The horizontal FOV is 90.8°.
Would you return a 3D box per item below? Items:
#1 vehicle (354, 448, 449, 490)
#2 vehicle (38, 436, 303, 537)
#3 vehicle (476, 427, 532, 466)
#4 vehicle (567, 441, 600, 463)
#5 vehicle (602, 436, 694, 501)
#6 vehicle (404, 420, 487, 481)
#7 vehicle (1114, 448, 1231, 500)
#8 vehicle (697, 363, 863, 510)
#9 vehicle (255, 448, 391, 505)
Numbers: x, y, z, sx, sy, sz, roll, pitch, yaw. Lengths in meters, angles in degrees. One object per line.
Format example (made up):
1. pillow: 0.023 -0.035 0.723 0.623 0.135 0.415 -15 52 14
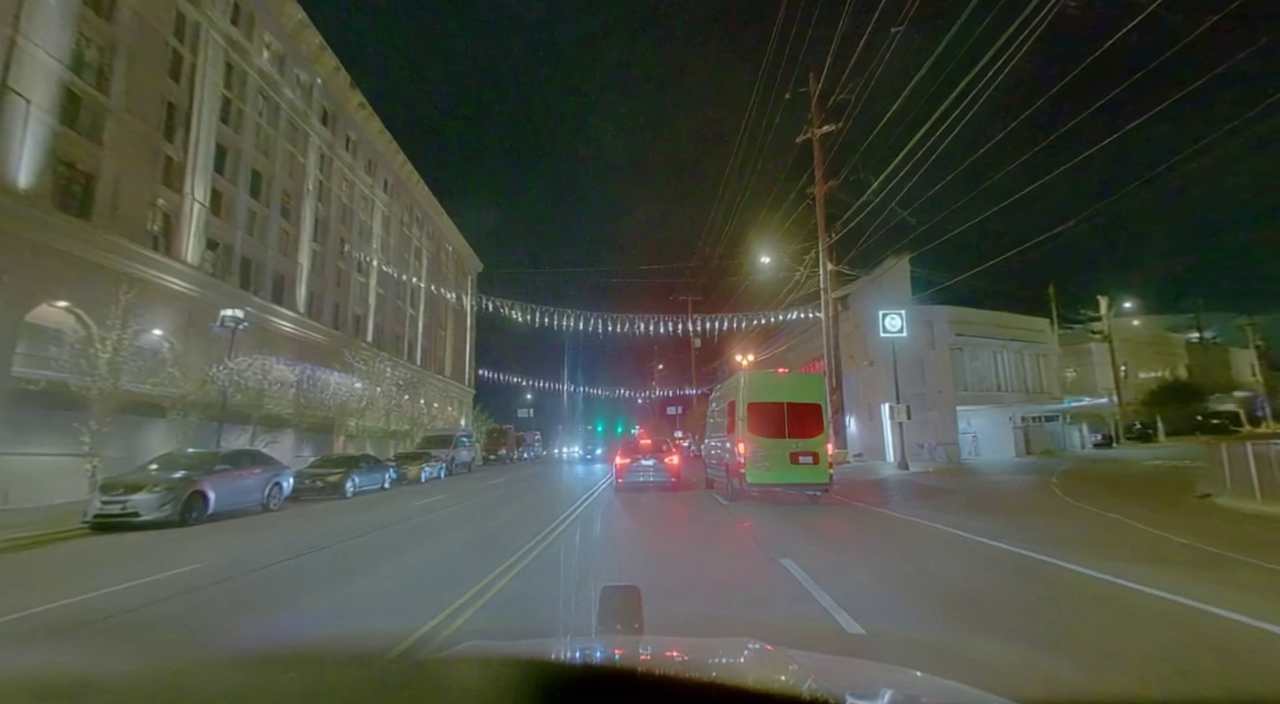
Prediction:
1. vehicle: -9.402 4.627 25.399 2.063 1.481 4.722 0 -8 -1
2. vehicle: -9.502 2.714 13.448 2.156 1.745 4.504 0 -8 0
3. vehicle: -9.687 6.813 45.723 2.964 2.597 6.437 0 -8 -3
4. vehicle: -3.956 7.056 44.727 1.974 1.484 4.400 0 -8 -1
5. vehicle: 0.205 3.022 16.812 2.112 1.464 4.411 0 -8 1
6. vehicle: -9.535 4.884 31.596 2.398 2.723 5.816 0 -8 -1
7. vehicle: 17.220 3.895 20.704 2.058 1.478 4.429 -5 -10 29
8. vehicle: 3.095 2.180 16.082 2.419 2.927 6.907 0 -8 -2
9. vehicle: -9.496 3.723 19.409 1.848 1.517 4.452 0 -8 0
